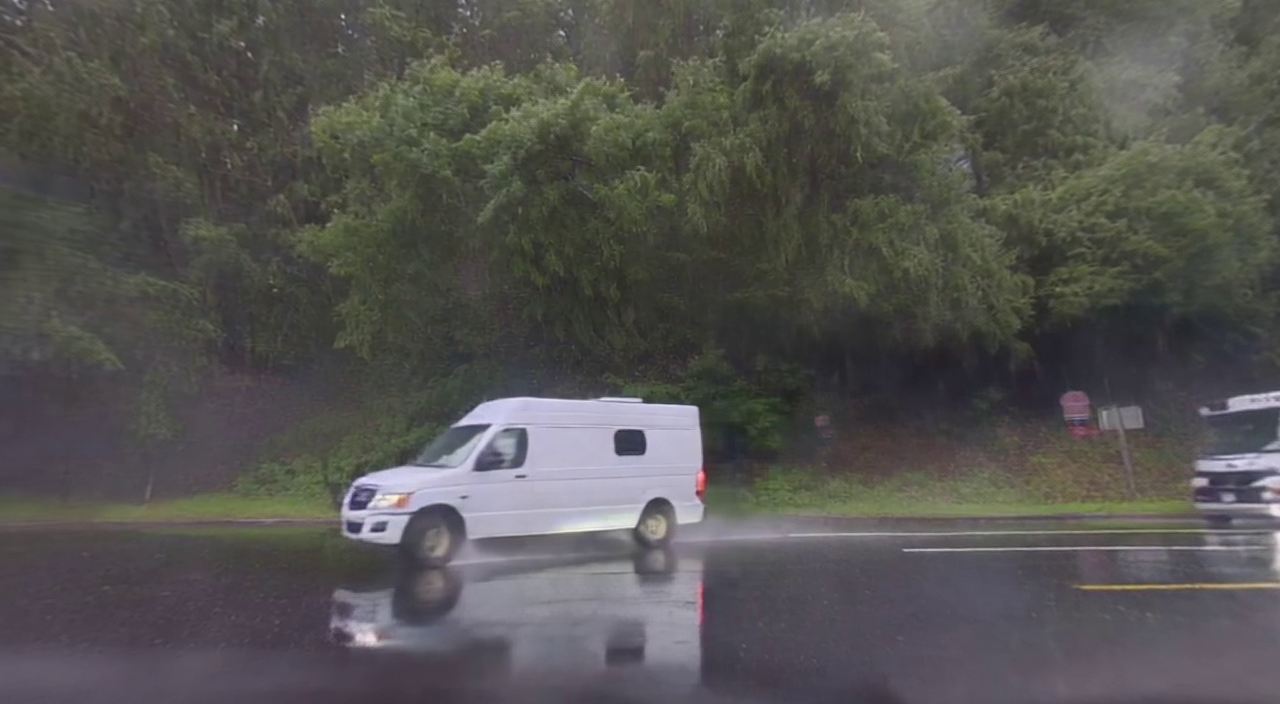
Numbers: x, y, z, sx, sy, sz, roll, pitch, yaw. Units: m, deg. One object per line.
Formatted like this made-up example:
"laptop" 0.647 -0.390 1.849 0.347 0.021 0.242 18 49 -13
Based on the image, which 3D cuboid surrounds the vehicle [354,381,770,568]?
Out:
"vehicle" -1.151 1.875 10.175 5.923 2.424 2.247 2 -9 -16
